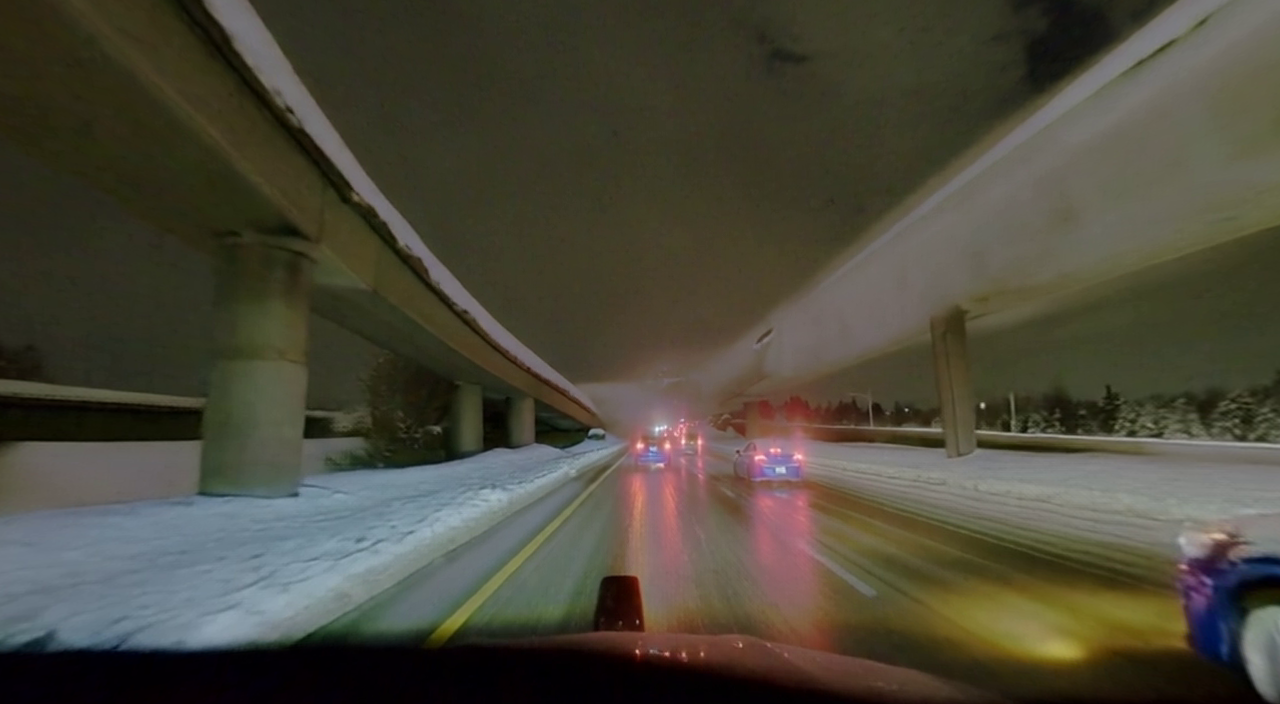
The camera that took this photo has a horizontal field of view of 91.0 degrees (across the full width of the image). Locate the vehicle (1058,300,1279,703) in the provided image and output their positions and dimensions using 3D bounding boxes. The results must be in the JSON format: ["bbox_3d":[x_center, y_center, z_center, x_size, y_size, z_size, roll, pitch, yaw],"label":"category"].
[{"bbox_3d":[4.133,0.596,1.486,2.404,2.014,5.655,1,-8,0],"label":"vehicle"}]

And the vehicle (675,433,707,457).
[{"bbox_3d":[3.864,7.111,48.335,2.047,1.700,4.069,1,-8,-1],"label":"vehicle"}]

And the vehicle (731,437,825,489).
[{"bbox_3d":[4.330,3.528,20.438,2.047,1.500,4.017,1,-8,-2],"label":"vehicle"}]

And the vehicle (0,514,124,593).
[{"bbox_3d":[-19.284,6.308,20.123,1.939,1.689,4.298,1,-8,-2],"label":"vehicle"}]

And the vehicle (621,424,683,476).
[{"bbox_3d":[0.443,3.912,25.364,2.264,1.841,4.583,1,-8,0],"label":"vehicle"}]
